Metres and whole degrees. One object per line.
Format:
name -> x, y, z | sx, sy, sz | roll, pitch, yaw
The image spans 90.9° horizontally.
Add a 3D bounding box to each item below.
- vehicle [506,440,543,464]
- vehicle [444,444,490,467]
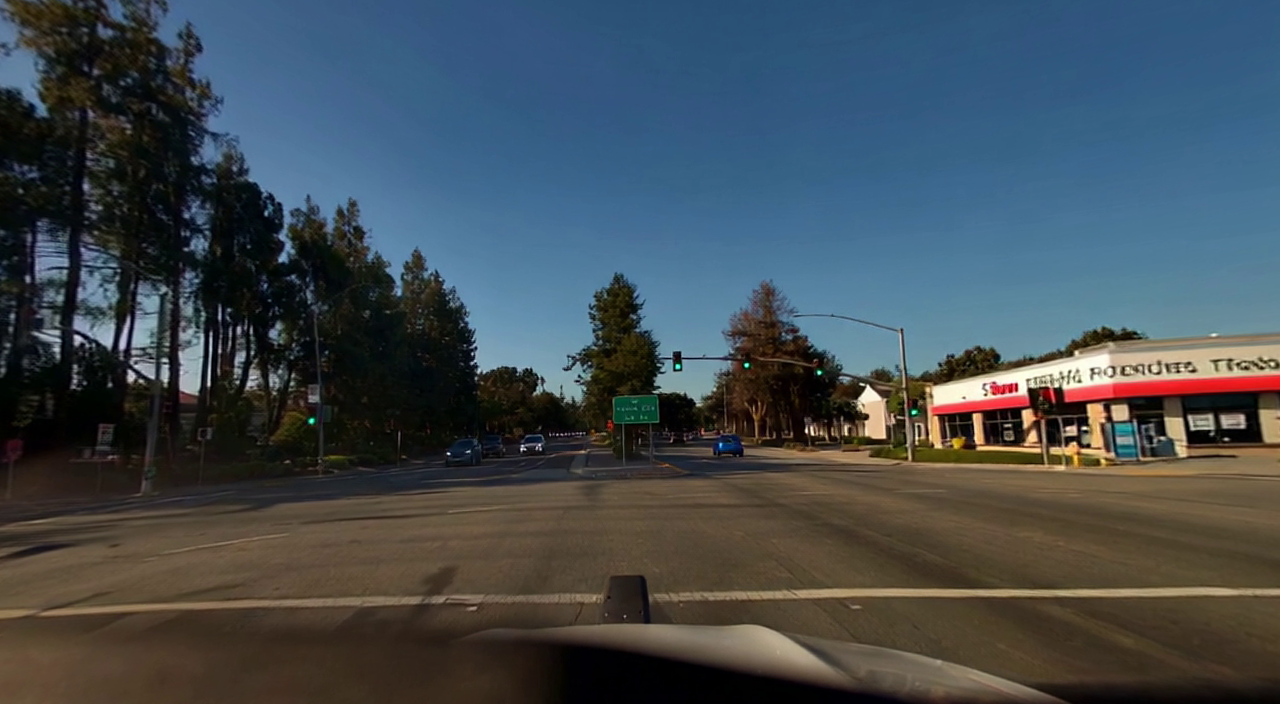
vehicle -> -7.984, 6.985, 44.042 | 1.920, 1.546, 4.086 | 0, -9, -2
vehicle -> -11.688, 7.030, 42.913 | 2.111, 1.499, 4.371 | 0, -9, -3
